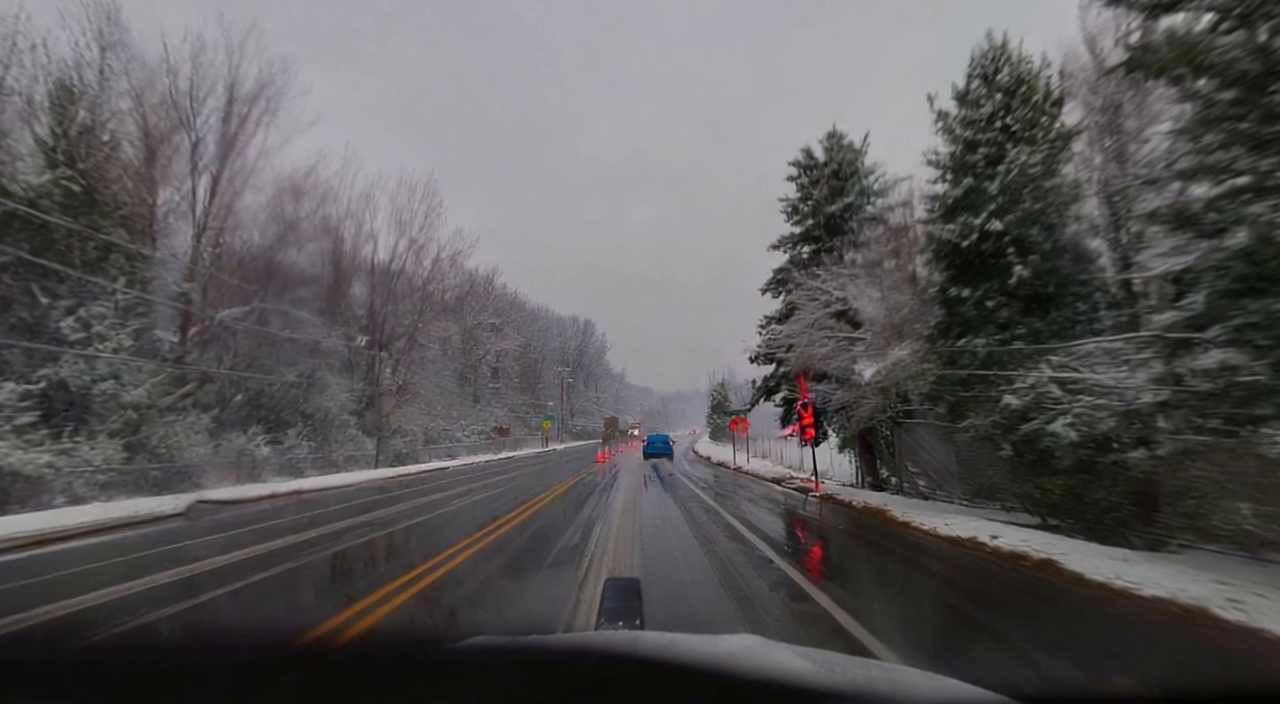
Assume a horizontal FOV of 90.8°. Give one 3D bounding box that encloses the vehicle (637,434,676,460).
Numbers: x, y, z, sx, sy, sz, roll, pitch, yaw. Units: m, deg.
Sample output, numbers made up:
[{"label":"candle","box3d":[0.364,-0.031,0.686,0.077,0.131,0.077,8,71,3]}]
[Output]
[{"label":"vehicle","box3d":[1.072,5.874,38.920,2.172,1.486,3.581,-1,-9,4]}]
